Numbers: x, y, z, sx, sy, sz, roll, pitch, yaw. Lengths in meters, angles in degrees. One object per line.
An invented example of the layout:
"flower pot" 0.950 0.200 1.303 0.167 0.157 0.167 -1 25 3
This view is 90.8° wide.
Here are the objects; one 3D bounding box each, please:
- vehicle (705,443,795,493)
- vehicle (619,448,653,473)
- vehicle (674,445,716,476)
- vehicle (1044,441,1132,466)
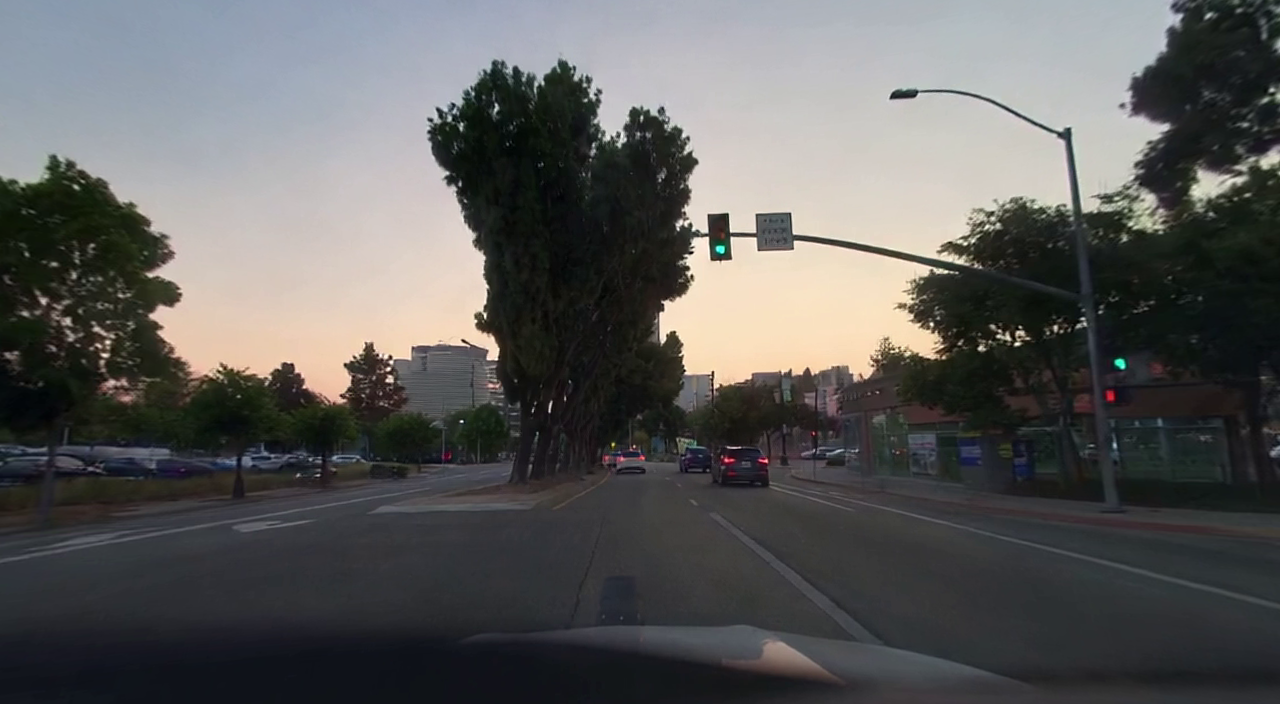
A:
"vehicle" 3.759 4.034 22.345 1.966 1.596 3.980 1 -9 -8
"vehicle" -0.291 6.993 40.830 2.068 1.512 3.987 0 -9 -2
"vehicle" 3.304 6.596 38.724 2.046 1.768 4.370 0 -9 -2
"vehicle" 32.987 7.475 46.610 4.894 1.710 2.075 0 -8 0
